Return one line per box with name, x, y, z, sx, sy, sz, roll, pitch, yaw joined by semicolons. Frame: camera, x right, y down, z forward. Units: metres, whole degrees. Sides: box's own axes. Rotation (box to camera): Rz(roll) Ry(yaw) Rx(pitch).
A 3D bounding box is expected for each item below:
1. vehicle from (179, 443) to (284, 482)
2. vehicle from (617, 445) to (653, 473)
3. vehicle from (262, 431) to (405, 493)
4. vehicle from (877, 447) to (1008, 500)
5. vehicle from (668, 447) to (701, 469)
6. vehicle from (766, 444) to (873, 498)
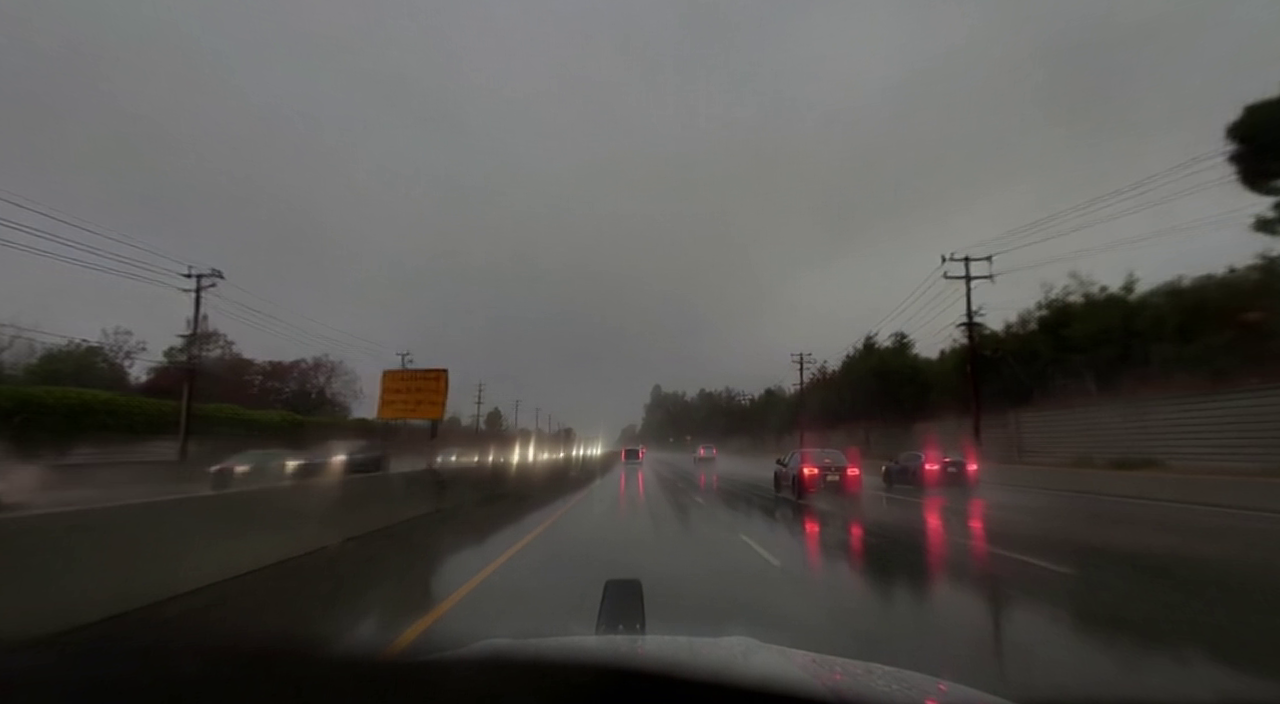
vehicle;-20.514;5.559;32.045;2.009;1.788;4.848;0;-9;1
vehicle;-0.289;6.146;36.627;1.993;1.506;3.883;0;-8;-1
vehicle;-9.662;3.501;20.463;2.359;1.762;4.575;0;-9;-1
vehicle;9.551;3.841;20.438;1.969;1.506;4.422;1;-9;-2
vehicle;3.089;7.452;44.655;1.981;1.480;4.316;0;-9;-1
vehicle;5.537;3.720;20.223;2.069;1.520;4.614;0;-9;0
